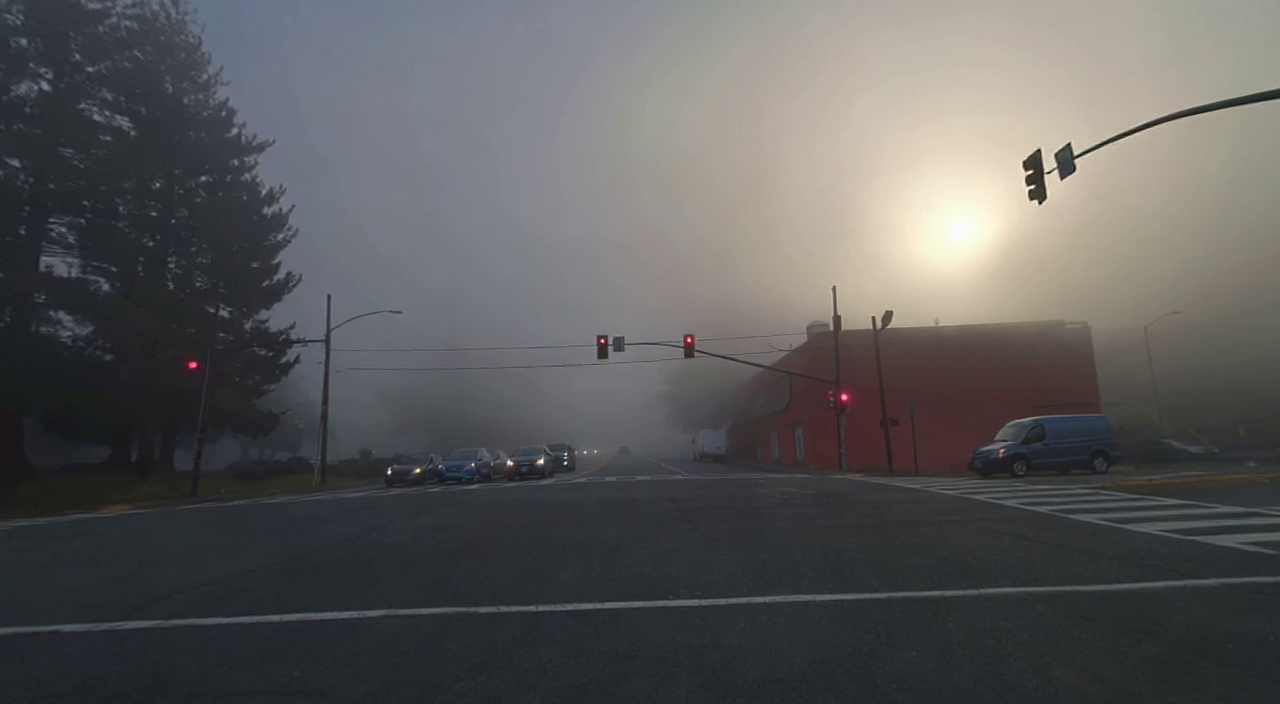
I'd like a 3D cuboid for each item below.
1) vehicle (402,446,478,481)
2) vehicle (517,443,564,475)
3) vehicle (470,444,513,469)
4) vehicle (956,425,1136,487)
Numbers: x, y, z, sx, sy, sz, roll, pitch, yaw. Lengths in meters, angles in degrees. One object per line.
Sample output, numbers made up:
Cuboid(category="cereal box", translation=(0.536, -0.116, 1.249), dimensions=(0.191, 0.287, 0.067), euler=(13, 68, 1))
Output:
Cuboid(category="vehicle", translation=(-9.008, 5.028, 28.872), dimensions=(2.024, 1.460, 4.381), euler=(0, -9, 0))
Cuboid(category="vehicle", translation=(-4.788, 5.191, 30.921), dimensions=(1.846, 1.416, 4.228), euler=(0, -9, -3))
Cuboid(category="vehicle", translation=(-9.019, 6.371, 38.758), dimensions=(1.779, 1.460, 4.463), euler=(0, -9, -3))
Cuboid(category="vehicle", translation=(14.846, 3.757, 23.127), dimensions=(5.910, 2.046, 2.228), euler=(3, -9, -19))
